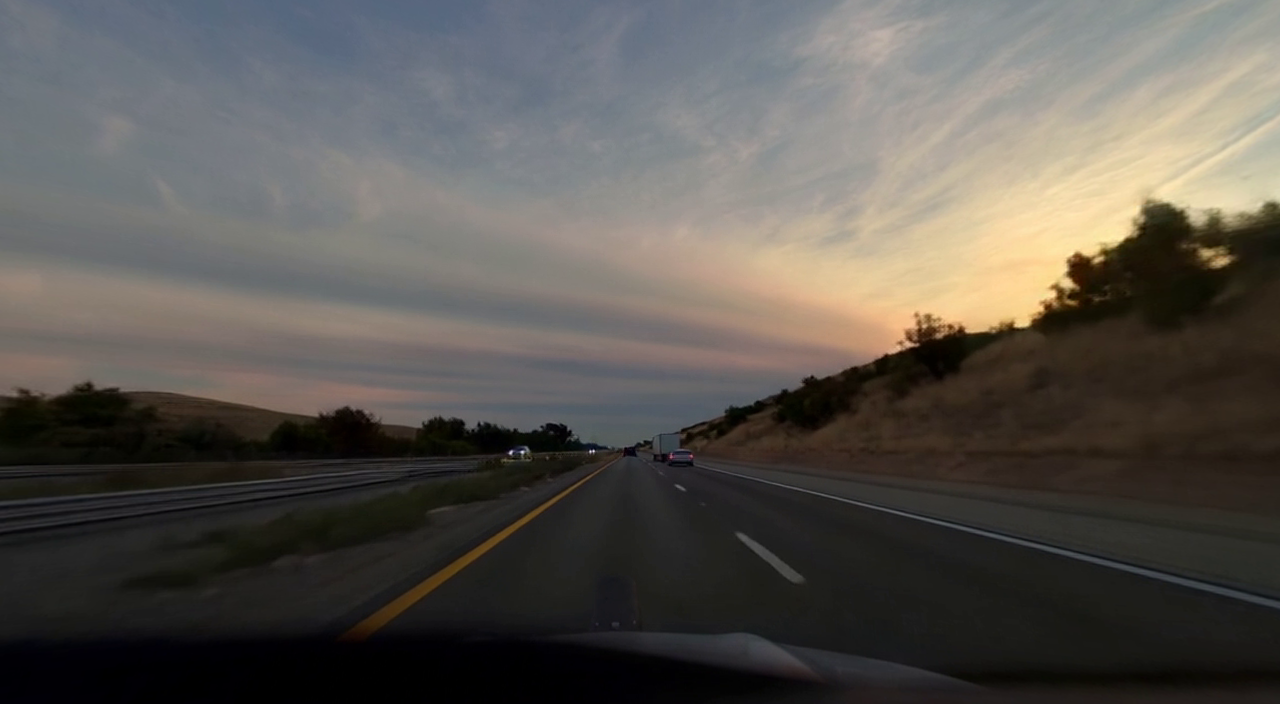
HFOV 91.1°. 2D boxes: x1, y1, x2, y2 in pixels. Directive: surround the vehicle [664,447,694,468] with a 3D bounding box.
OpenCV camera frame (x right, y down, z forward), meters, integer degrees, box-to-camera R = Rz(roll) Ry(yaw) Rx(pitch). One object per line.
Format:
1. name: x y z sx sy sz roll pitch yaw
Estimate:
1. vehicle: 2.842 7.721 46.131 1.836 1.459 3.766 0 -9 -2
